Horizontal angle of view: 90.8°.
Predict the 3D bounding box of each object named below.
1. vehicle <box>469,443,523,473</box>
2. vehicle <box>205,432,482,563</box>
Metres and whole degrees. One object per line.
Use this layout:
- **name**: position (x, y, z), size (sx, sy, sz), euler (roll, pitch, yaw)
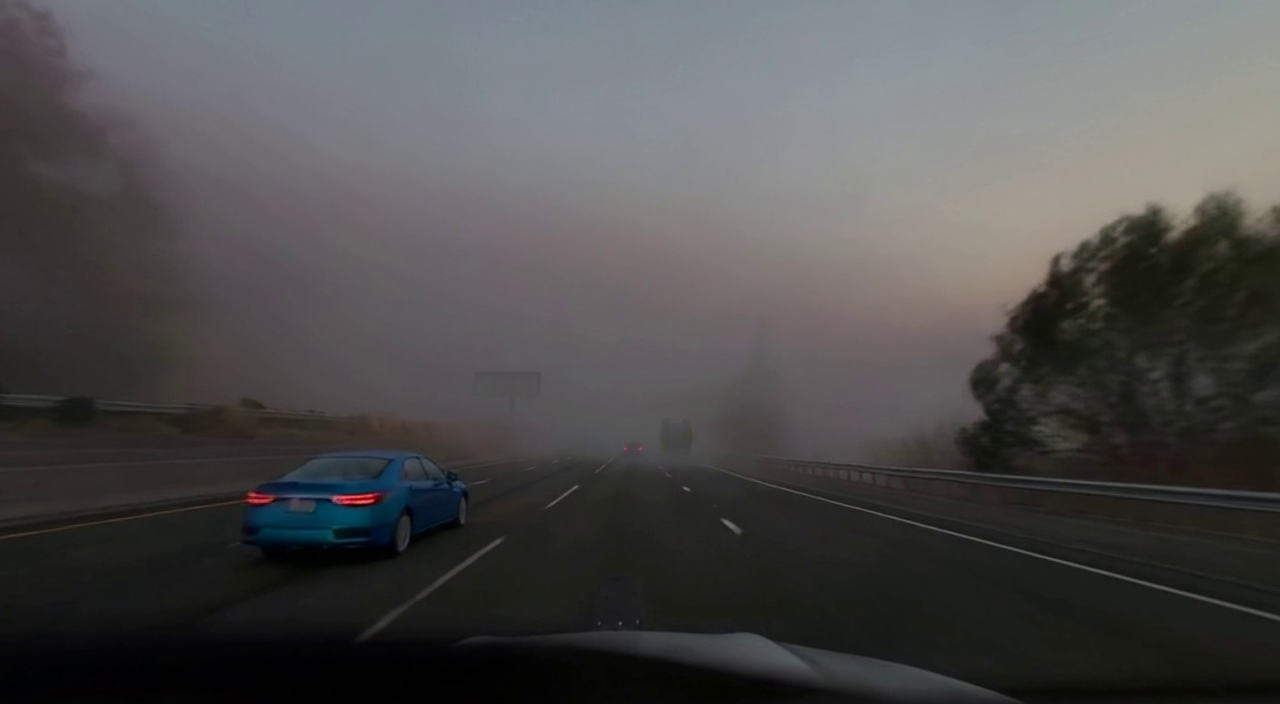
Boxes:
- **vehicle**: position (-7.519, 5.567, 33.411), size (1.915, 1.479, 3.843), euler (-1, -9, 0)
- **vehicle**: position (-3.987, 2.016, 9.537), size (2.090, 1.487, 4.276), euler (0, -9, 0)
